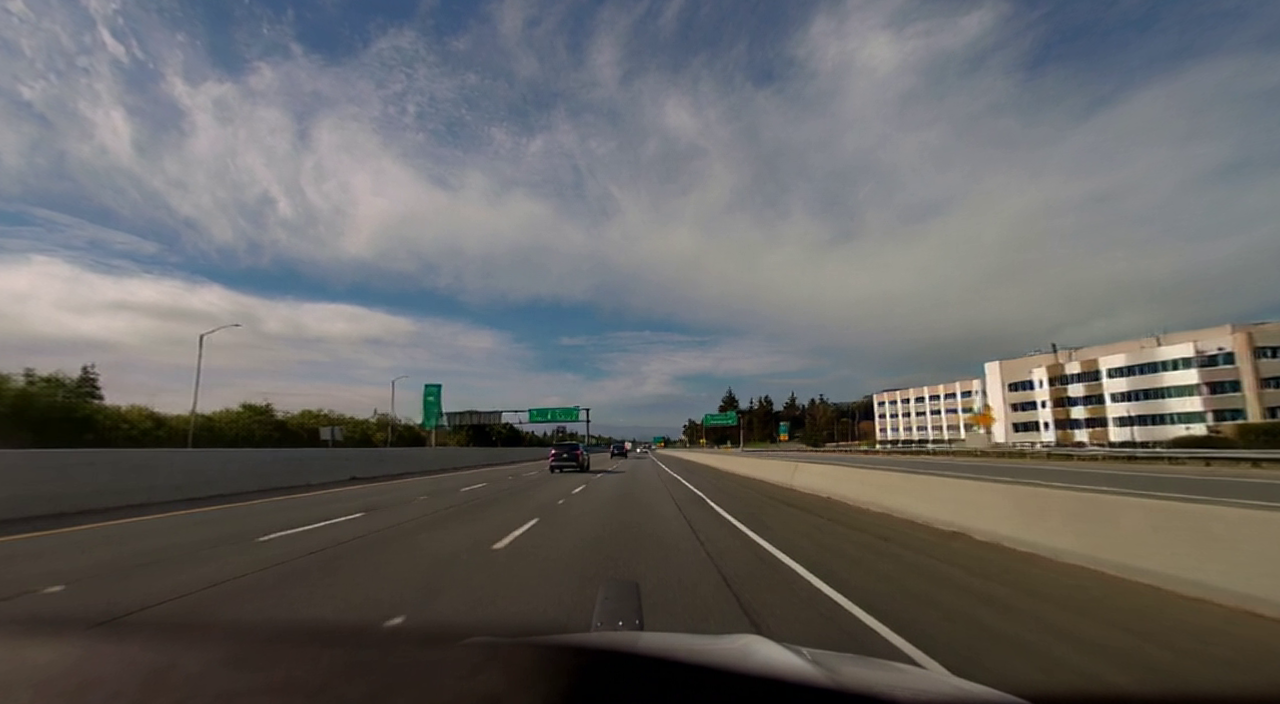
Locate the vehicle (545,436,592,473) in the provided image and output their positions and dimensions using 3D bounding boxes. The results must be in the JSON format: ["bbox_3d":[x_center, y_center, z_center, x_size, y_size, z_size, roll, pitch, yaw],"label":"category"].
[{"bbox_3d":[-3.698,5.406,33.436,2.047,1.786,4.217,0,-9,0],"label":"vehicle"}]
